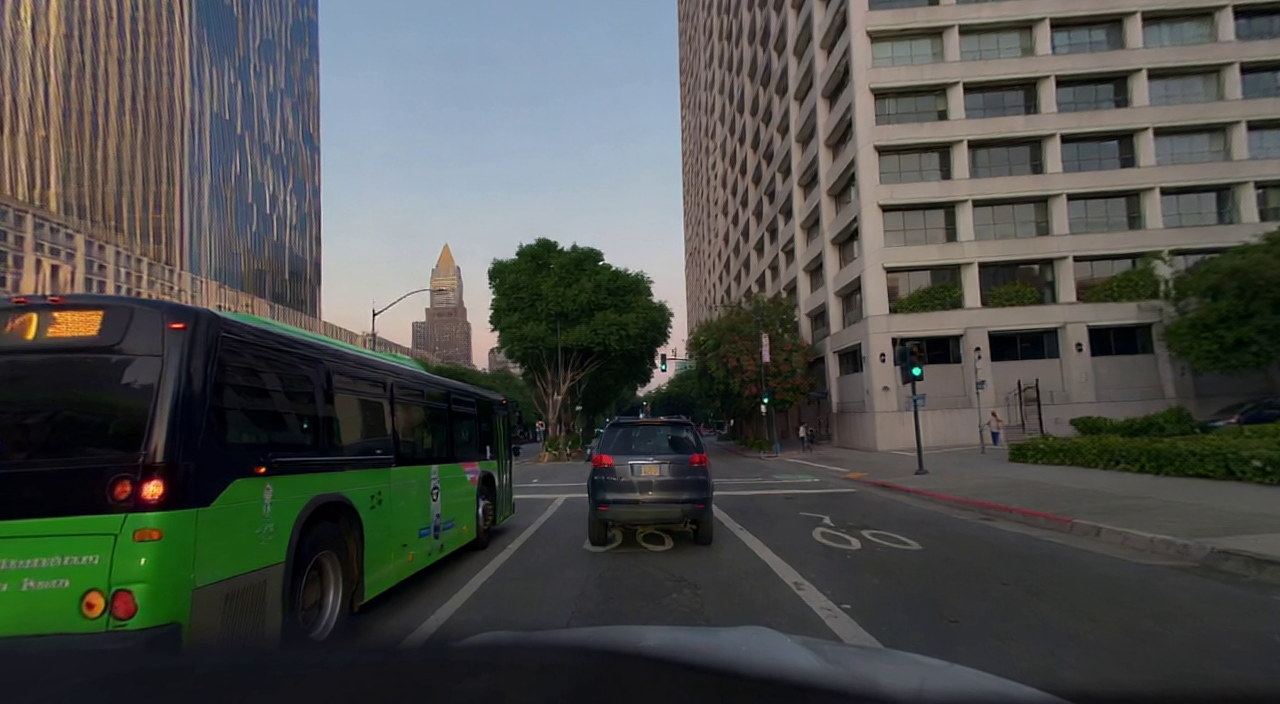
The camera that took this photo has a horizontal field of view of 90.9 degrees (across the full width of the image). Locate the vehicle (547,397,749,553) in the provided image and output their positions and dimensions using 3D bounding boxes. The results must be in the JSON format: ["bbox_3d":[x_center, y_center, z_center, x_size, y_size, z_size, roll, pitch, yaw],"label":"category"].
[{"bbox_3d":[0.121,1.856,10.057,2.500,1.912,4.270,0,-9,1],"label":"vehicle"}]

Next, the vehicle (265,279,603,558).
[{"bbox_3d":[-2.903,1.792,14.576,3.042,3.445,13.615,0,-9,1],"label":"vehicle"}]

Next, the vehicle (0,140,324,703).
[{"bbox_3d":[-2.763,0.328,0.229,2.329,2.089,5.659,0,-9,0],"label":"vehicle"}]

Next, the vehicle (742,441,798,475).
[{"bbox_3d":[6.183,5.094,30.453,1.919,1.529,4.059,0,-9,1],"label":"vehicle"}]
